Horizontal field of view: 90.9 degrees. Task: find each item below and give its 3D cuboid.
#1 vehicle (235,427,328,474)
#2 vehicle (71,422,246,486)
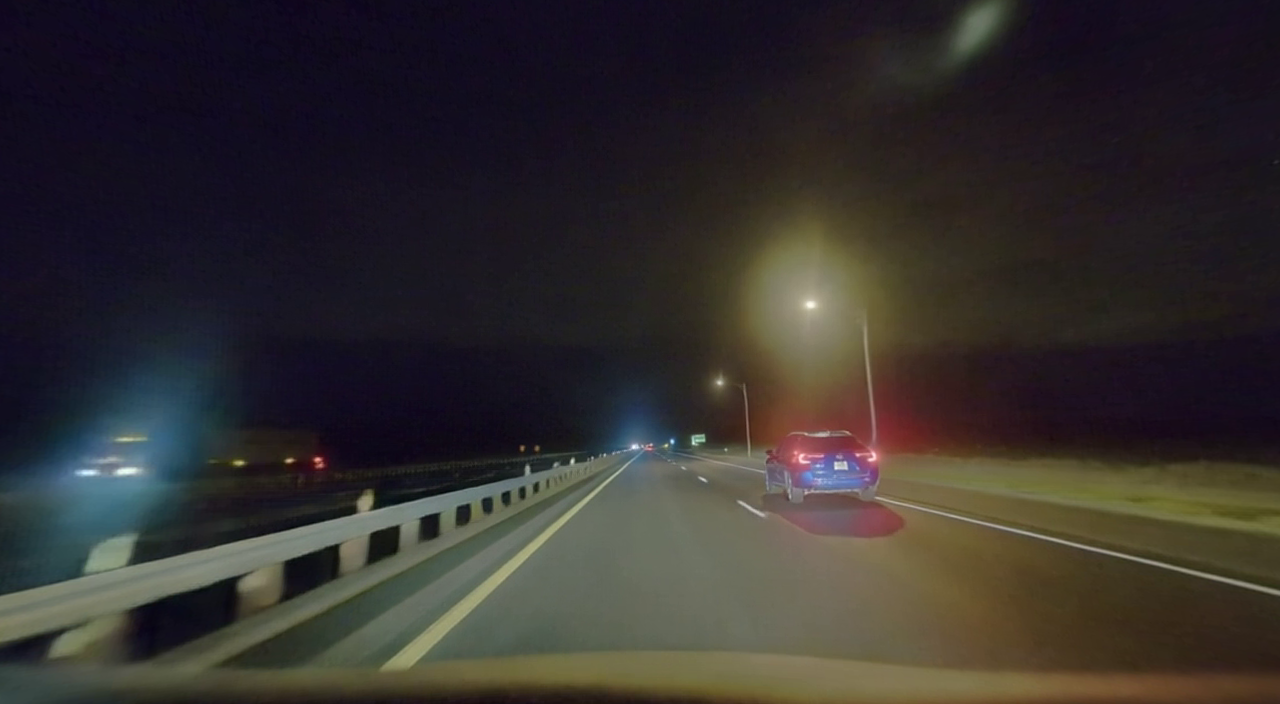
[{"bbox_3d":[-27.483,7.591,48.809,2.698,3.293,7.299,-1,-8,1],"label":"vehicle"},{"bbox_3d":[-27.617,5.904,37.007,2.887,3.239,9.240,0,-8,0],"label":"vehicle"}]
